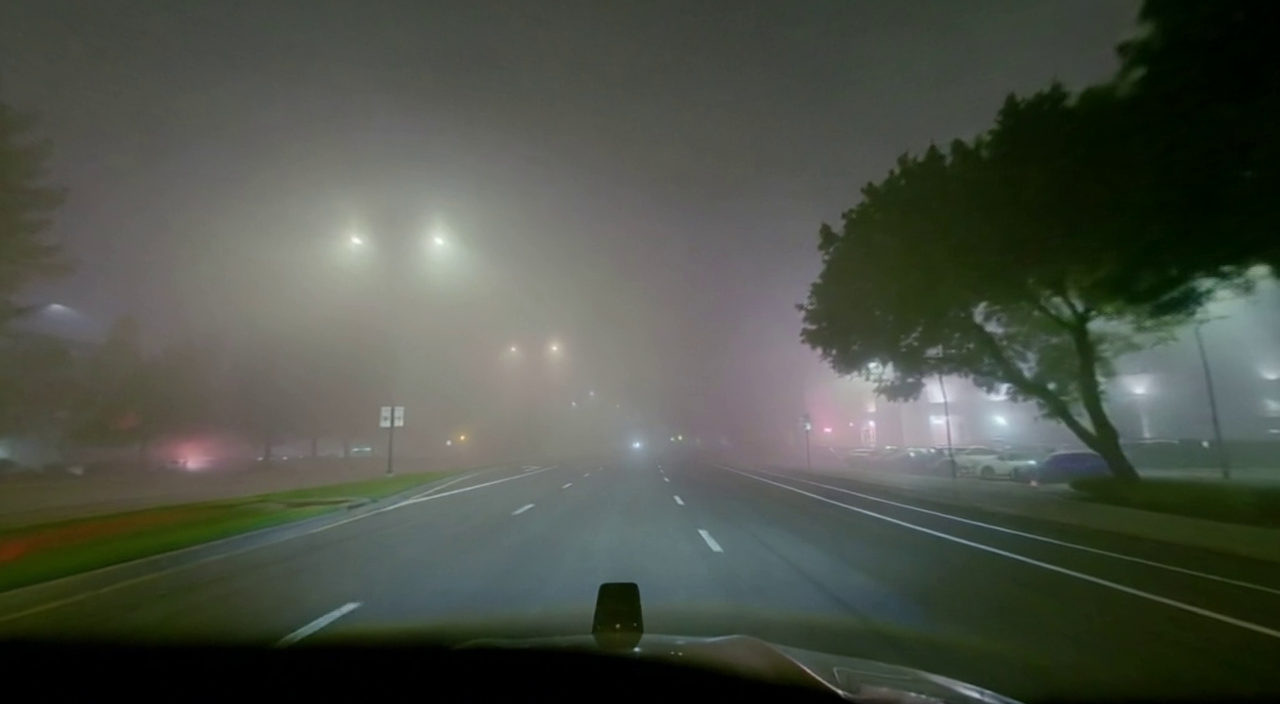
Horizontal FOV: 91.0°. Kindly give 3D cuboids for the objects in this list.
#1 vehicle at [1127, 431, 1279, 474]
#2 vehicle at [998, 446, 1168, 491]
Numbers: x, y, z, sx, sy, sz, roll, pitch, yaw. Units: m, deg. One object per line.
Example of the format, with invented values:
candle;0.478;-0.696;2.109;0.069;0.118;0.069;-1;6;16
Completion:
vehicle;26.874;4.734;29.752;5.663;1.895;2.229;-1;-9;2
vehicle;15.315;4.039;21.974;4.331;1.469;2.008;0;-9;2
